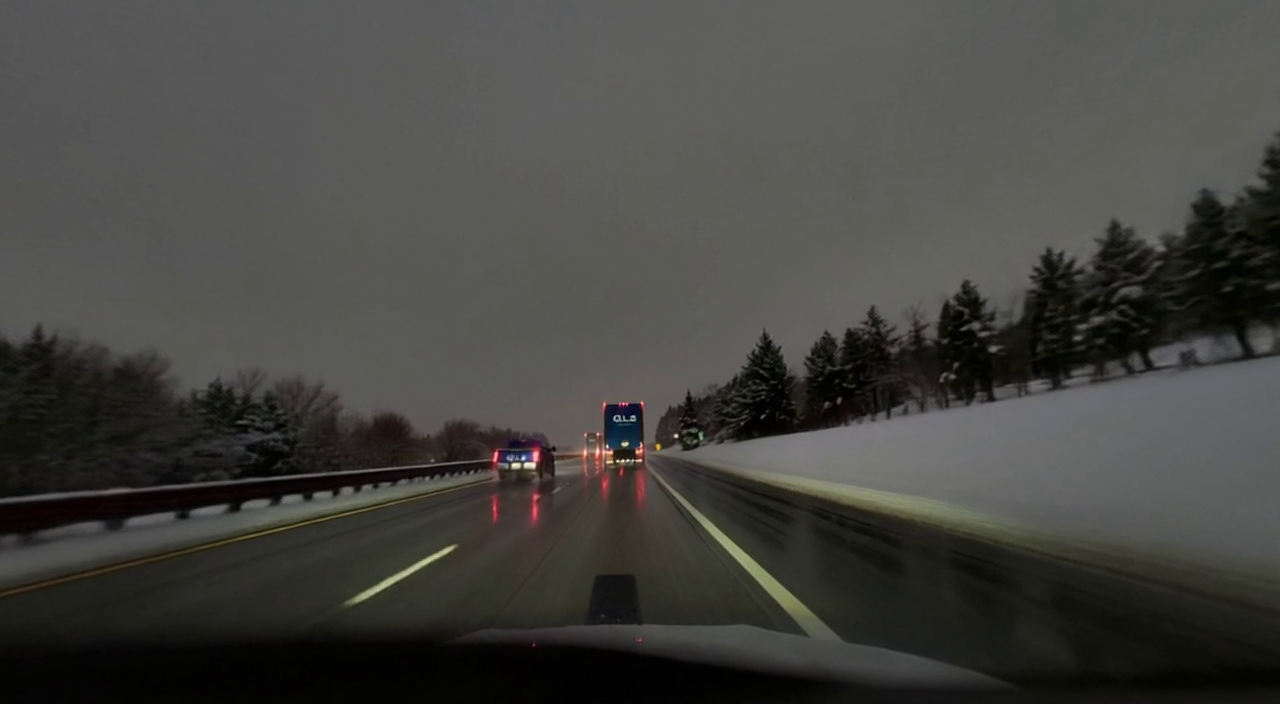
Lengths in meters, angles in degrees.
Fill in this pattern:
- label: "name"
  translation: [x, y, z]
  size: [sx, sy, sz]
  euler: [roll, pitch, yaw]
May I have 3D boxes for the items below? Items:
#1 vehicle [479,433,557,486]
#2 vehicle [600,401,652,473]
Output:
- label: "vehicle"
  translation: [-4.841, 4.380, 25.827]
  size: [2.226, 1.935, 5.130]
  euler: [0, -9, -1]
- label: "vehicle"
  translation: [-0.938, 5.560, 40.395]
  size: [2.923, 4.007, 9.760]
  euler: [0, -9, -2]
